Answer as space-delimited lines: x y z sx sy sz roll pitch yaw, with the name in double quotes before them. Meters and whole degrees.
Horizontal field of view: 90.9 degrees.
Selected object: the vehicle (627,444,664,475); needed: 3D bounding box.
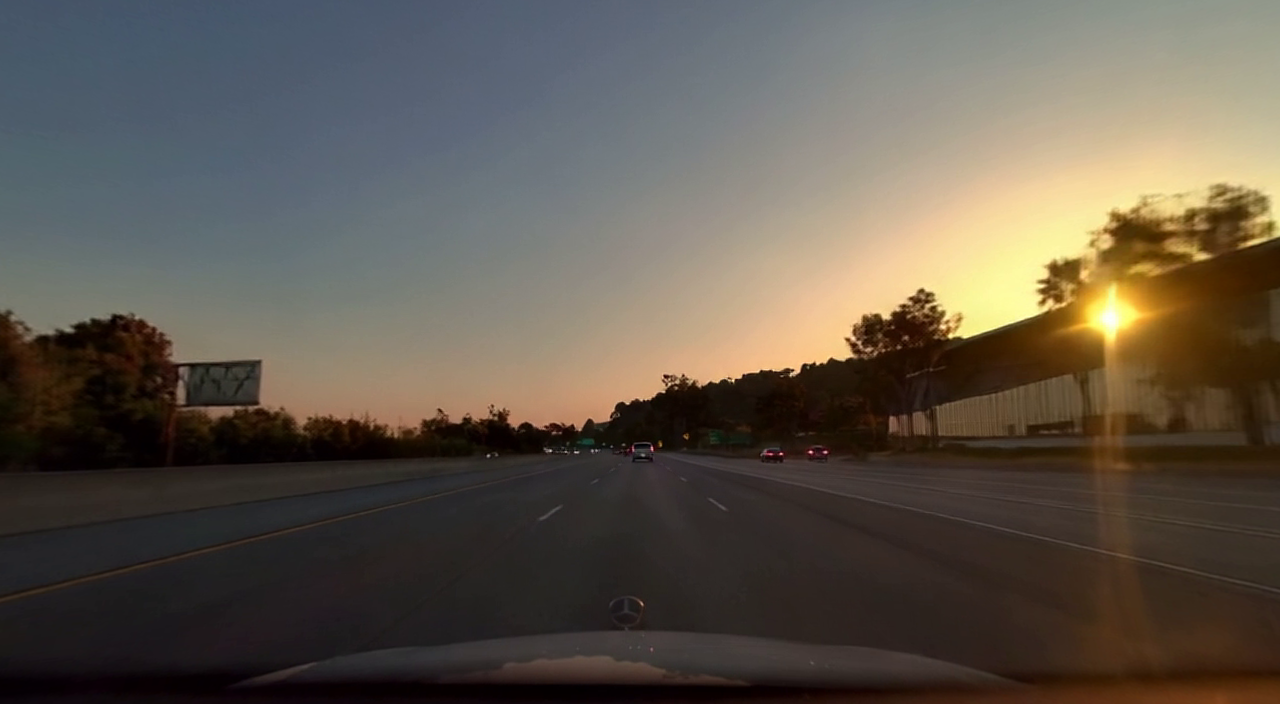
"vehicle" 0.301 6.171 36.206 2.015 1.639 4.086 0 -9 0
